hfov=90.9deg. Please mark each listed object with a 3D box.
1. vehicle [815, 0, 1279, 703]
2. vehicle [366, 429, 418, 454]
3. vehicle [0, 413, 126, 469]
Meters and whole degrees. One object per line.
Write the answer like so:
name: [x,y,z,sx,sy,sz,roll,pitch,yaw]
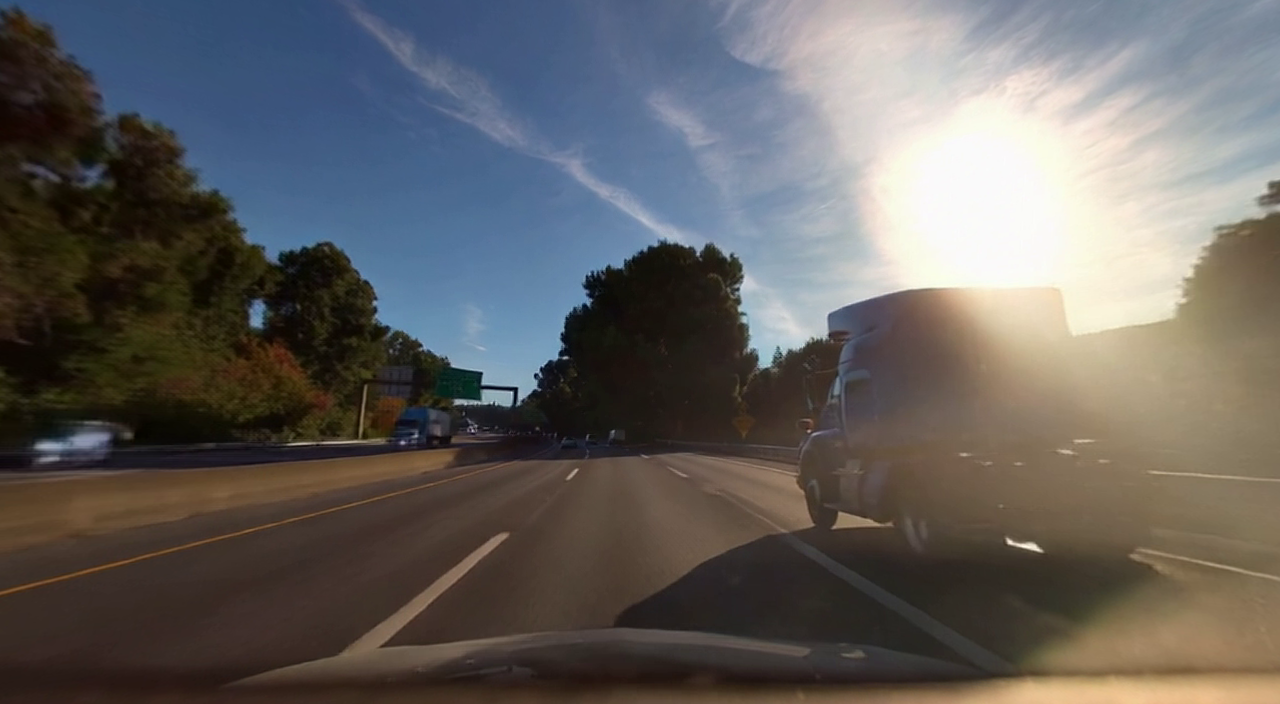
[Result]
vehicle: [4.042,0.166,6.007,2.964,3.950,5.853,0,-8,0]
vehicle: [-15.736,5.694,40.214,1.866,1.528,4.012,1,-8,-4]
vehicle: [-18.971,2.788,19.799,1.905,1.567,4.492,0,-8,-1]
